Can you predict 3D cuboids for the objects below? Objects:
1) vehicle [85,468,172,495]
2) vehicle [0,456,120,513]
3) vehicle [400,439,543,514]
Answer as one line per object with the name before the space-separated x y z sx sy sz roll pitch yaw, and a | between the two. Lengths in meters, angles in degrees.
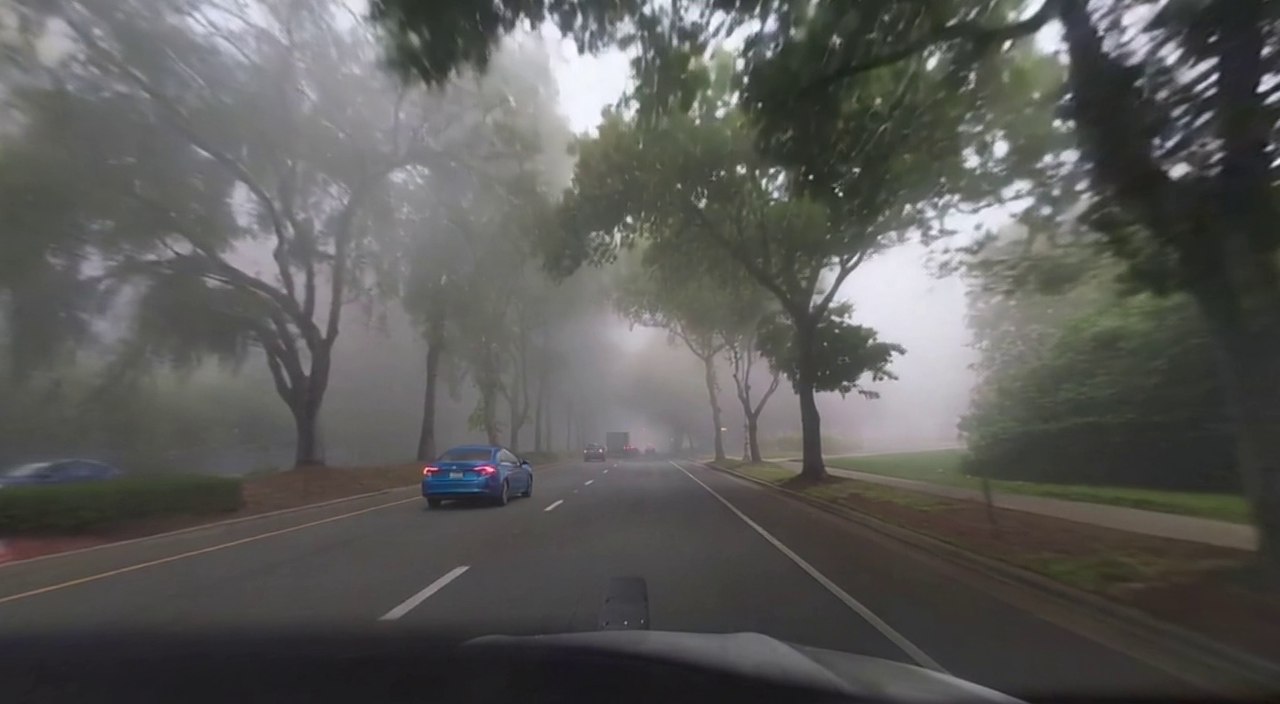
vehicle | -31.739 8.002 39.279 1.692 1.390 4.342 -1 -8 3
vehicle | -18.188 3.870 18.650 1.839 1.458 4.402 -1 -9 0
vehicle | -3.728 2.842 14.899 2.033 1.454 4.512 -1 -9 2
